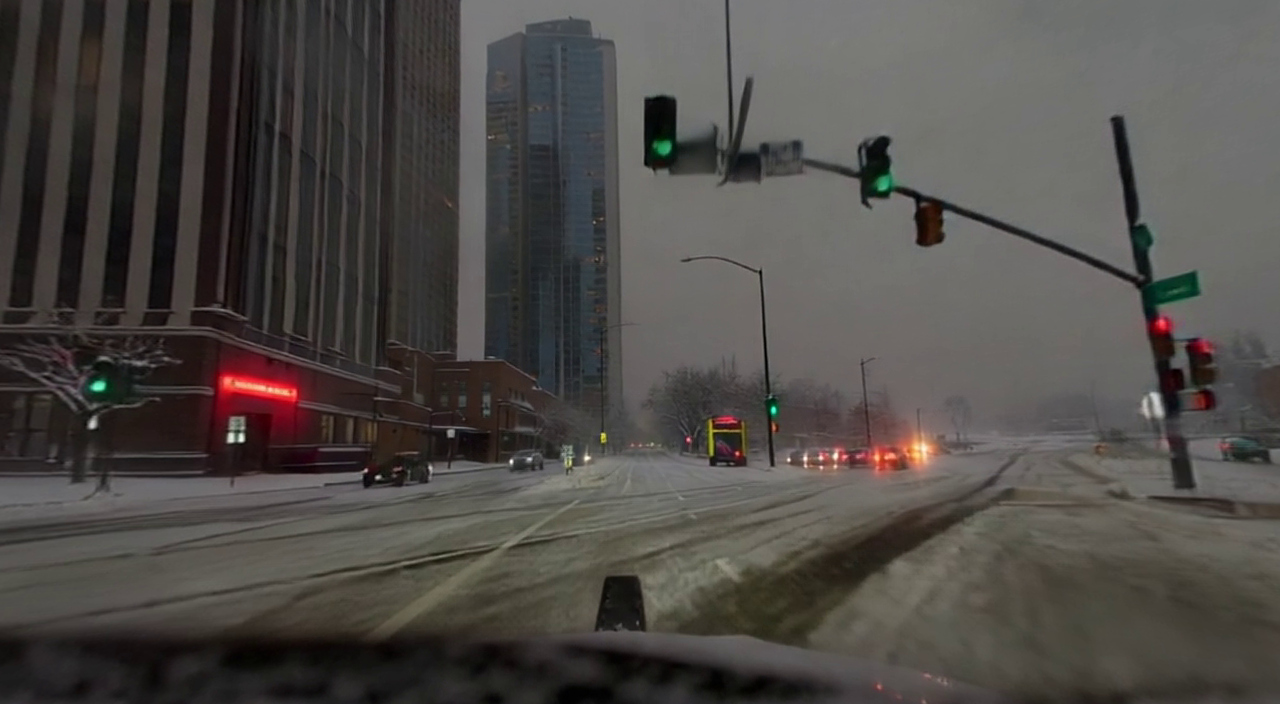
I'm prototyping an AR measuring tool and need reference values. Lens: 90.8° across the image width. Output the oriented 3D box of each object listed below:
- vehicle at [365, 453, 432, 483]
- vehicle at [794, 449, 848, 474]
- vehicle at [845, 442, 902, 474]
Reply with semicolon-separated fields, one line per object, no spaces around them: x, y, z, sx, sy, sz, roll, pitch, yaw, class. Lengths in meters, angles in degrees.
-14.649;7.037;38.592;2.161;1.681;4.743;0;-9;1;vehicle
11.828;7.081;41.047;2.023;1.527;5.016;-6;-11;31;vehicle
14.884;6.697;40.080;2.232;1.814;5.285;-6;-11;31;vehicle
